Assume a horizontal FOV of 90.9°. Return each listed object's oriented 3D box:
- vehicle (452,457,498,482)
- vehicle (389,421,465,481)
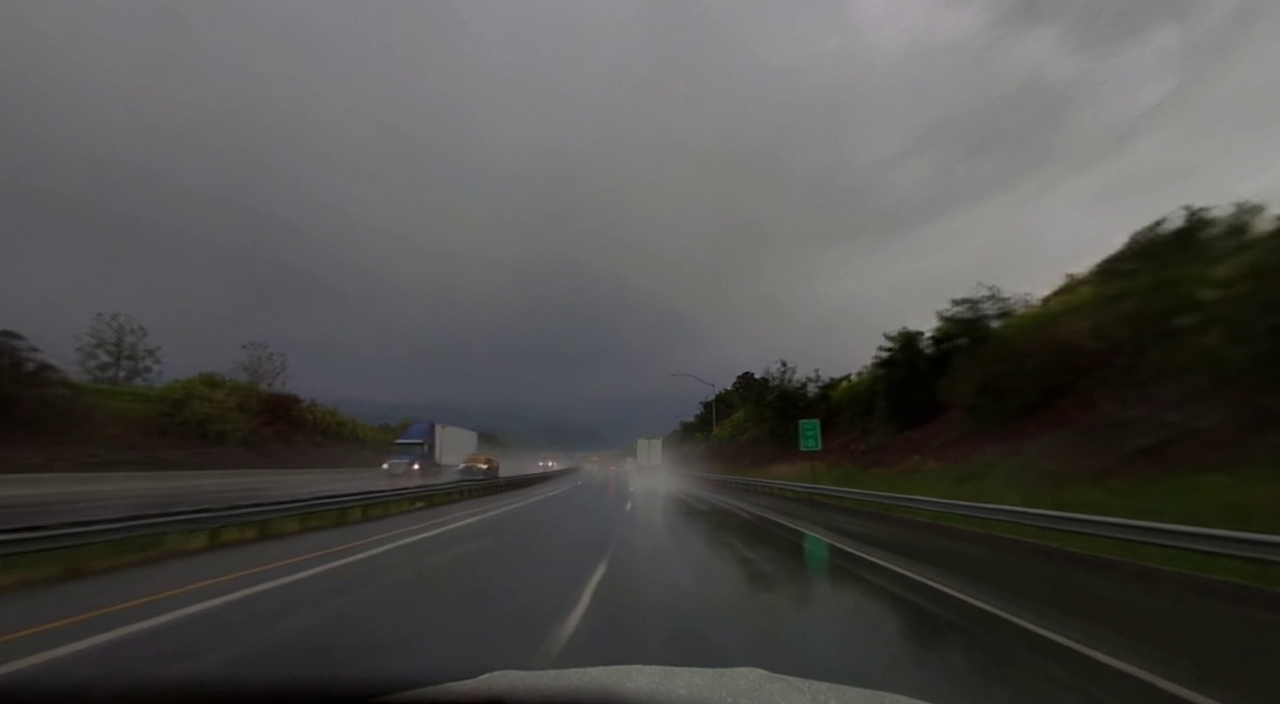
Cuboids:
[{"bbox_3d":[-11.321,8.104,43.485,1.919,1.589,4.558,1,-11,-1],"label":"vehicle"},{"bbox_3d":[-15.632,7.390,46.741,3.462,4.089,5.413,1,-11,0],"label":"vehicle"}]
